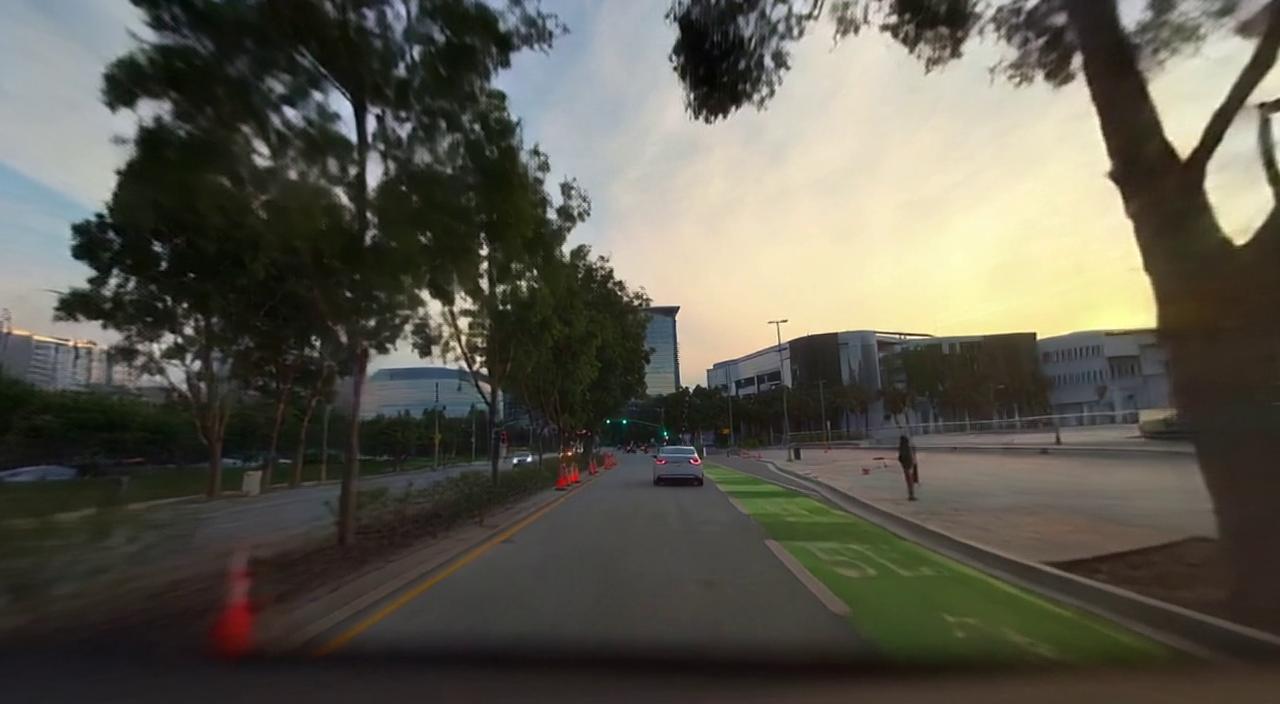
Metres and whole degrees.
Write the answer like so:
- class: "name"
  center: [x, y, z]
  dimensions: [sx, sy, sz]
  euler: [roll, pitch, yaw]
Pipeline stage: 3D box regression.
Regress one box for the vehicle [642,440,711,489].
- class: "vehicle"
  center: [1.191, 3.862, 21.976]
  dimensions: [2.114, 1.493, 4.430]
  euler: [0, -9, 1]
